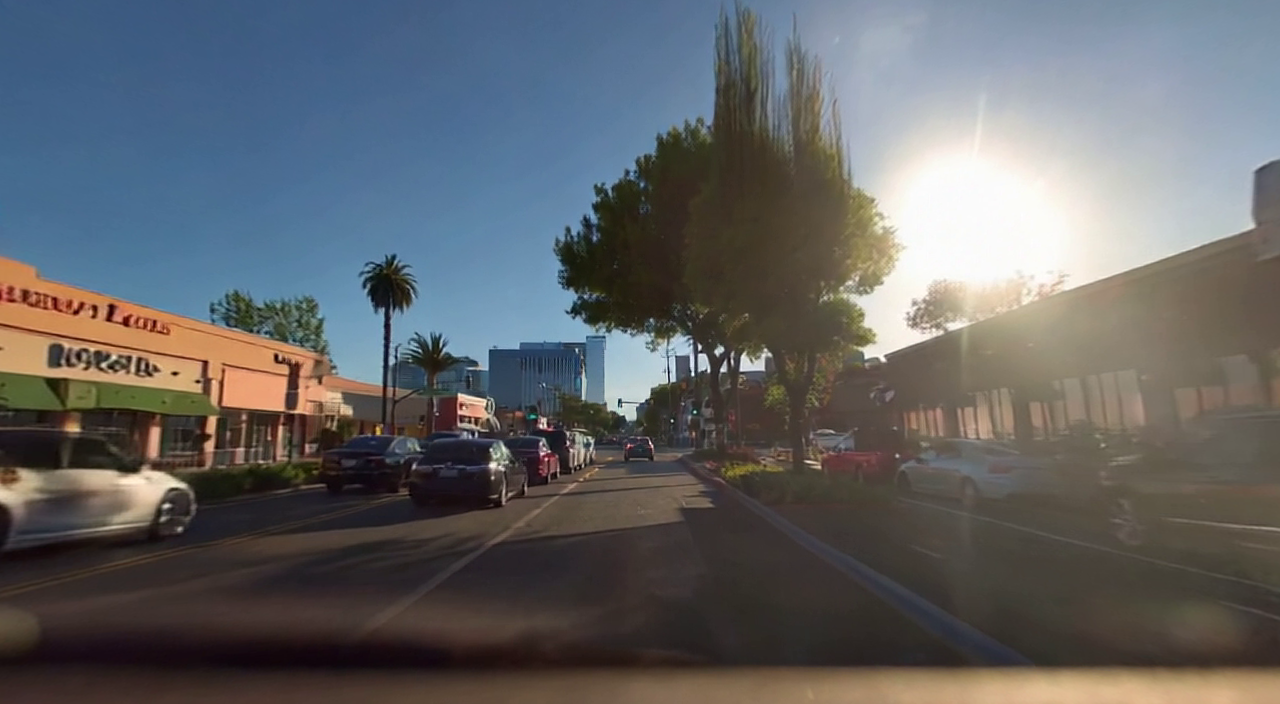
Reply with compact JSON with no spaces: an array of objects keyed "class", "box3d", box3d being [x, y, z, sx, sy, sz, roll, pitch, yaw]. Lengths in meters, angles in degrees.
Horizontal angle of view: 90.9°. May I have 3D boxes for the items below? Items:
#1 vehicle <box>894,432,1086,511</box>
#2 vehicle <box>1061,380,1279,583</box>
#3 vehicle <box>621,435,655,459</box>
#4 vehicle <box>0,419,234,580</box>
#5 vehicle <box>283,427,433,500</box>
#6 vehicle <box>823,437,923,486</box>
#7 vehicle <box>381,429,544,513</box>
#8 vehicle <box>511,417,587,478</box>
[{"class":"vehicle","box3d":[7.812,2.691,14.693,1.985,1.549,4.404,0,-8,1]},{"class":"vehicle","box3d":[7.285,1.262,6.185,2.256,1.936,5.838,0,-8,0]},{"class":"vehicle","box3d":[-0.101,6.187,41.079,2.092,1.497,4.446,0,-8,1]},{"class":"vehicle","box3d":[-7.046,1.556,7.027,2.071,1.501,4.339,0,-8,1]},{"class":"vehicle","box3d":[-6.631,2.653,15.389,1.668,1.525,4.168,0,-8,1]},{"class":"vehicle","box3d":[7.778,3.687,21.506,1.888,1.496,4.294,0,-8,2]},{"class":"vehicle","box3d":[-3.516,2.460,13.553,2.044,1.462,4.624,0,-8,2]},{"class":"vehicle","box3d":[-3.290,3.595,23.801,2.158,2.040,4.511,0,-8,0]}]
